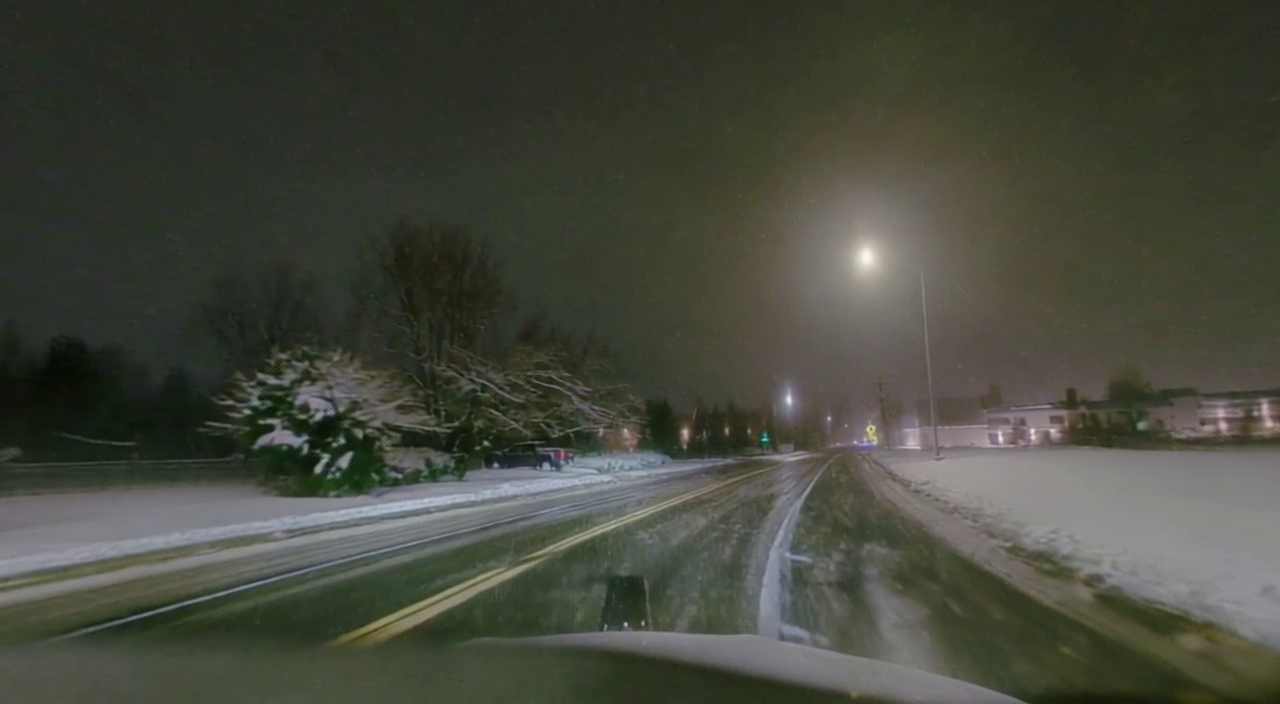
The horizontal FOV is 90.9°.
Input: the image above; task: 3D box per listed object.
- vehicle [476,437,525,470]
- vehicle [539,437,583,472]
[{"bbox_3d":[-8.089,5.805,36.323,2.192,1.740,4.521,3,-9,-19],"label":"vehicle"},{"bbox_3d":[-4.487,5.764,35.454,2.244,1.796,5.170,1,-9,-8],"label":"vehicle"}]
